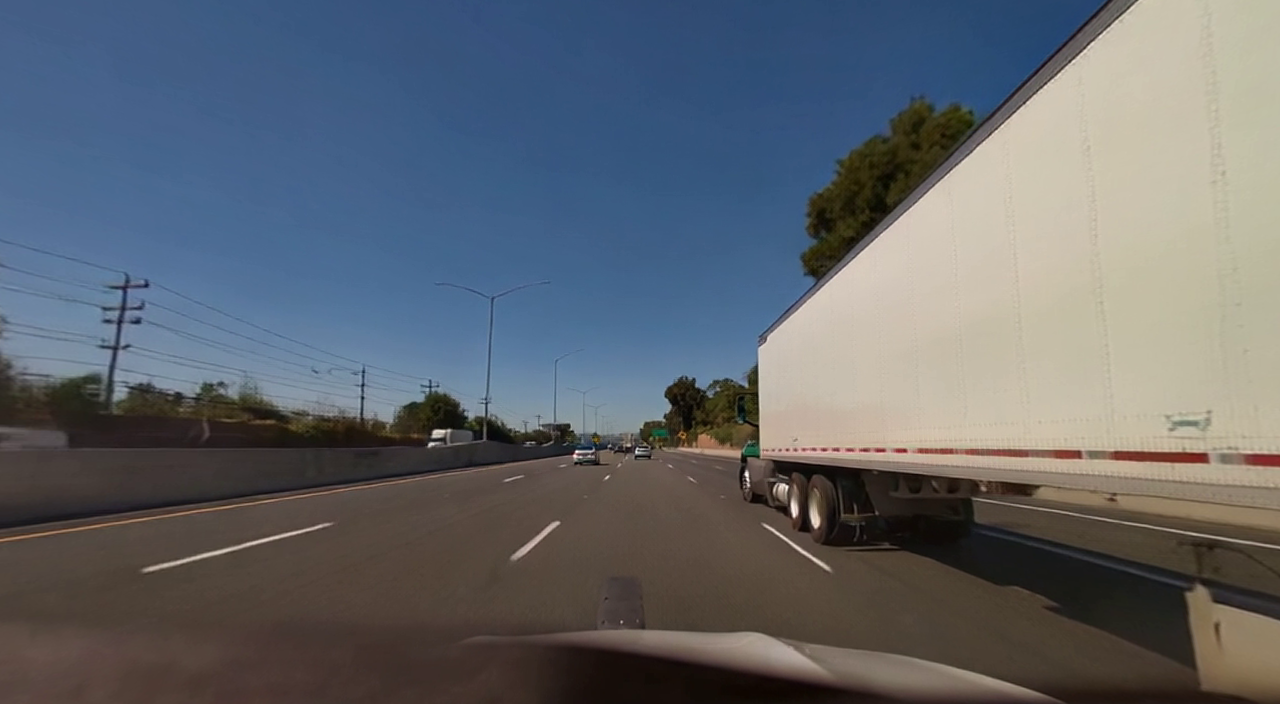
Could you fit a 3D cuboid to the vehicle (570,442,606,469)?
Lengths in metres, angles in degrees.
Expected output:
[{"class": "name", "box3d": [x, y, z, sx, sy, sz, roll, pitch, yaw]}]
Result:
[{"class": "vehicle", "box3d": [-3.407, 6.869, 41.977, 2.000, 1.658, 4.155, 0, -9, 0]}]

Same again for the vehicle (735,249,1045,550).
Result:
[{"class": "vehicle", "box3d": [3.821, 1.099, 12.069, 3.042, 4.037, 7.253, 0, -9, 2]}]
